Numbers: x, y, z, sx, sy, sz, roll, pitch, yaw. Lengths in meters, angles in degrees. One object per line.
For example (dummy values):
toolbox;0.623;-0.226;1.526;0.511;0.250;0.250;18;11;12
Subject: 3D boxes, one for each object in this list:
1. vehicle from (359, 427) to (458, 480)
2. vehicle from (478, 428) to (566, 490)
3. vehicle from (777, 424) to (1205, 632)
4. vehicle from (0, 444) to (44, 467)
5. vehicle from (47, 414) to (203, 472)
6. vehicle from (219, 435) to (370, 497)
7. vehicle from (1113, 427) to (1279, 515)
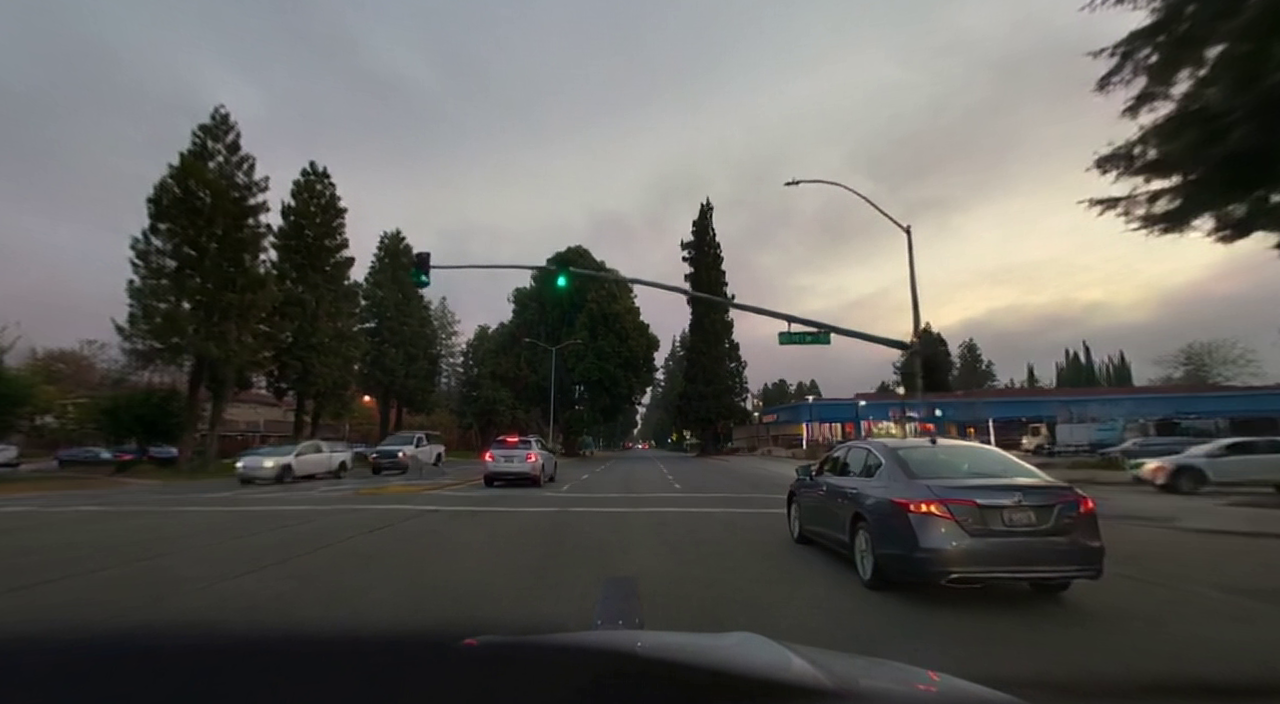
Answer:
vehicle;-9.683;4.297;26.956;2.301;1.926;5.183;-1;-8;0
vehicle;-3.751;3.502;21.003;1.997;1.806;4.500;0;-8;1
vehicle;3.106;1.637;7.085;1.975;1.502;4.787;0;-8;-1
vehicle;-49.247;8.014;48.917;2.049;1.745;4.172;0;-8;0
vehicle;-34.396;6.104;42.467;7.384;3.665;3.220;0;-8;-1
vehicle;-10.099;3.335;18.968;1.942;1.576;4.567;-1;-8;0
vehicle;17.308;3.264;17.848;5.651;2.172;2.710;-1;-9;-4
